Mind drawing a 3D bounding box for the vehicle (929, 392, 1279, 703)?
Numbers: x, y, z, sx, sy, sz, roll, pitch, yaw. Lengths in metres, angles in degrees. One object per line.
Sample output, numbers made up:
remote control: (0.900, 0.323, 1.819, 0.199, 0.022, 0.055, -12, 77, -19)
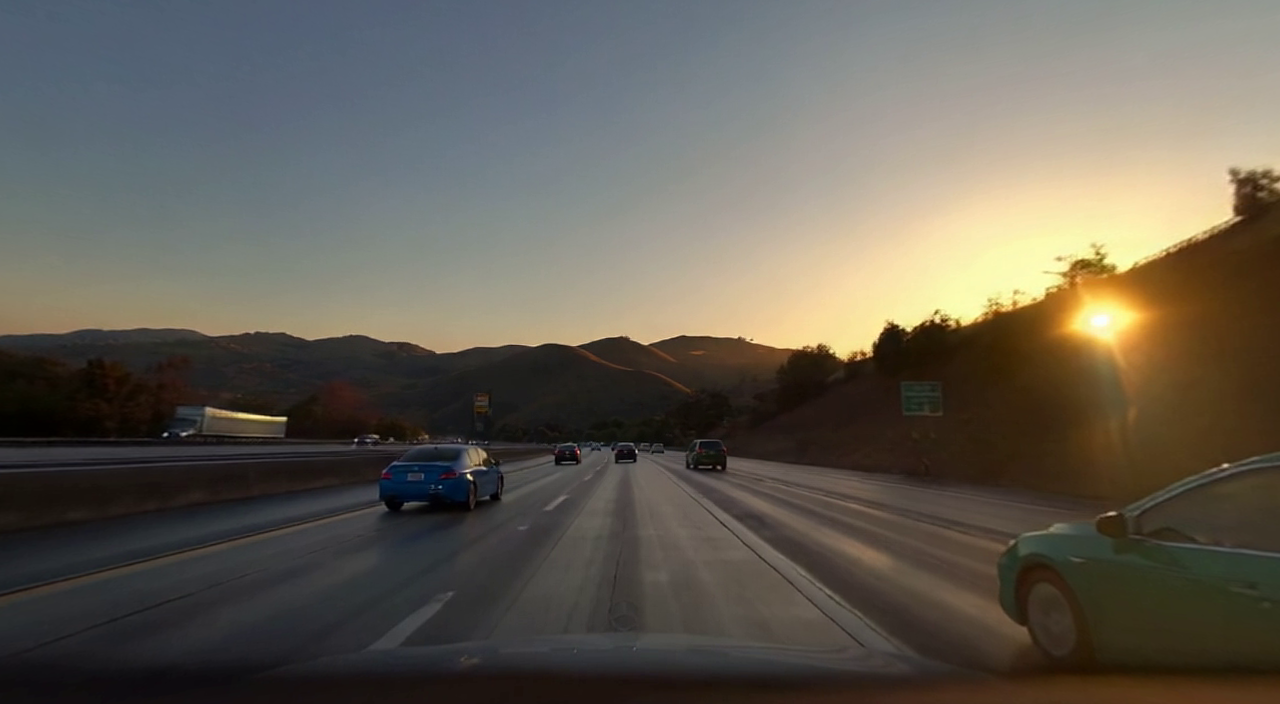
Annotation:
vehicle: (3.368, 0.956, 2.543, 2.136, 1.511, 4.706, 0, -9, 0)

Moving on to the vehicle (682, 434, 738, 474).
vehicle: (3.385, 5.067, 31.439, 2.222, 1.820, 4.733, 0, -9, -1)

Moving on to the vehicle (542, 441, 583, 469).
vehicle: (-4.219, 5.665, 34.738, 1.796, 1.464, 3.839, 0, -9, -1)

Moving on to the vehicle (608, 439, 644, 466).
vehicle: (-0.841, 6.199, 38.942, 2.147, 1.572, 4.094, 0, -9, -1)

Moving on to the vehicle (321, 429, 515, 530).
vehicle: (-3.779, 2.247, 11.668, 1.993, 1.500, 4.248, 0, -9, 1)
